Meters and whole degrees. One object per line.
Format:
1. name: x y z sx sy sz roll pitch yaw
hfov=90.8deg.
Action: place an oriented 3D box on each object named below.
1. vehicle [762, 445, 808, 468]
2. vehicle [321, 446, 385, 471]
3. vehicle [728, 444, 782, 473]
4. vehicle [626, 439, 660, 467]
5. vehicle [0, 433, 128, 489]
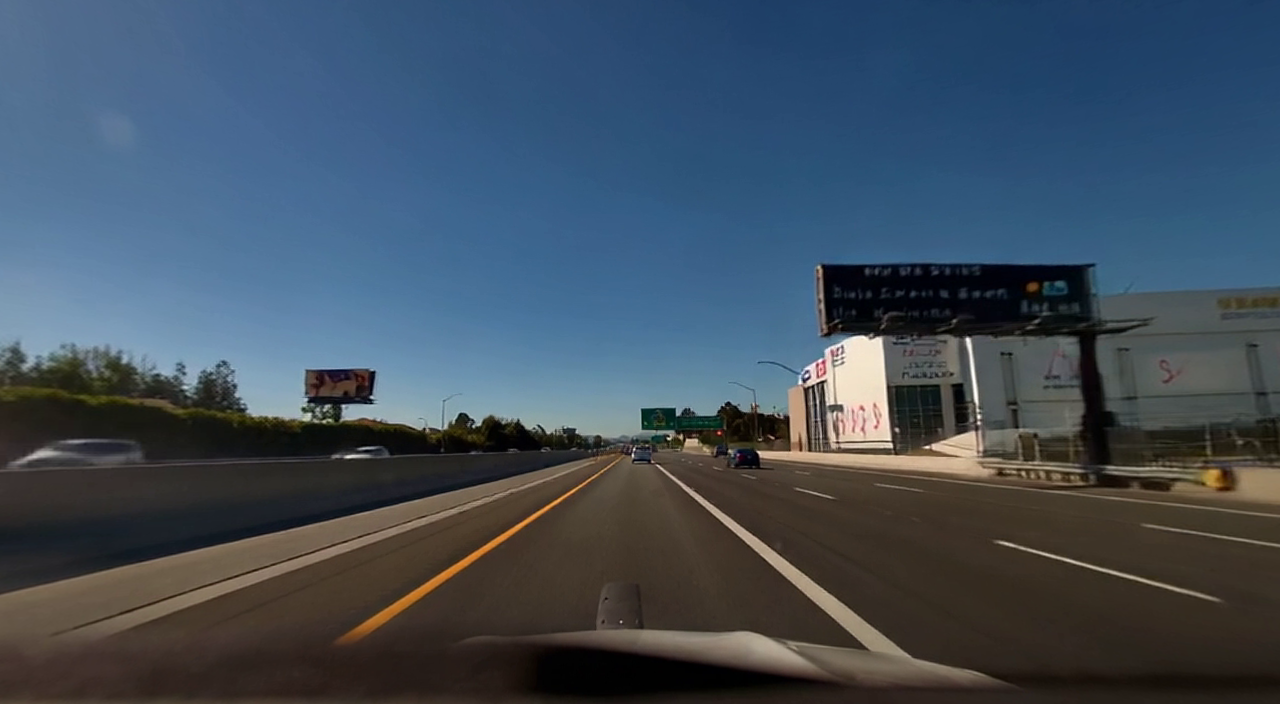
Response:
1. vehicle: 10.029 7.230 43.970 1.953 1.473 4.512 0 -9 -2
2. vehicle: -18.361 6.789 40.672 1.995 1.499 4.699 0 -9 -1
3. vehicle: 6.177 5.779 34.527 1.976 1.477 4.448 0 -9 -2
4. vehicle: 0.162 6.895 43.154 2.154 1.786 5.045 0 -9 -2
5. vehicle: -21.590 3.891 22.861 2.007 1.811 4.925 0 -9 -1
